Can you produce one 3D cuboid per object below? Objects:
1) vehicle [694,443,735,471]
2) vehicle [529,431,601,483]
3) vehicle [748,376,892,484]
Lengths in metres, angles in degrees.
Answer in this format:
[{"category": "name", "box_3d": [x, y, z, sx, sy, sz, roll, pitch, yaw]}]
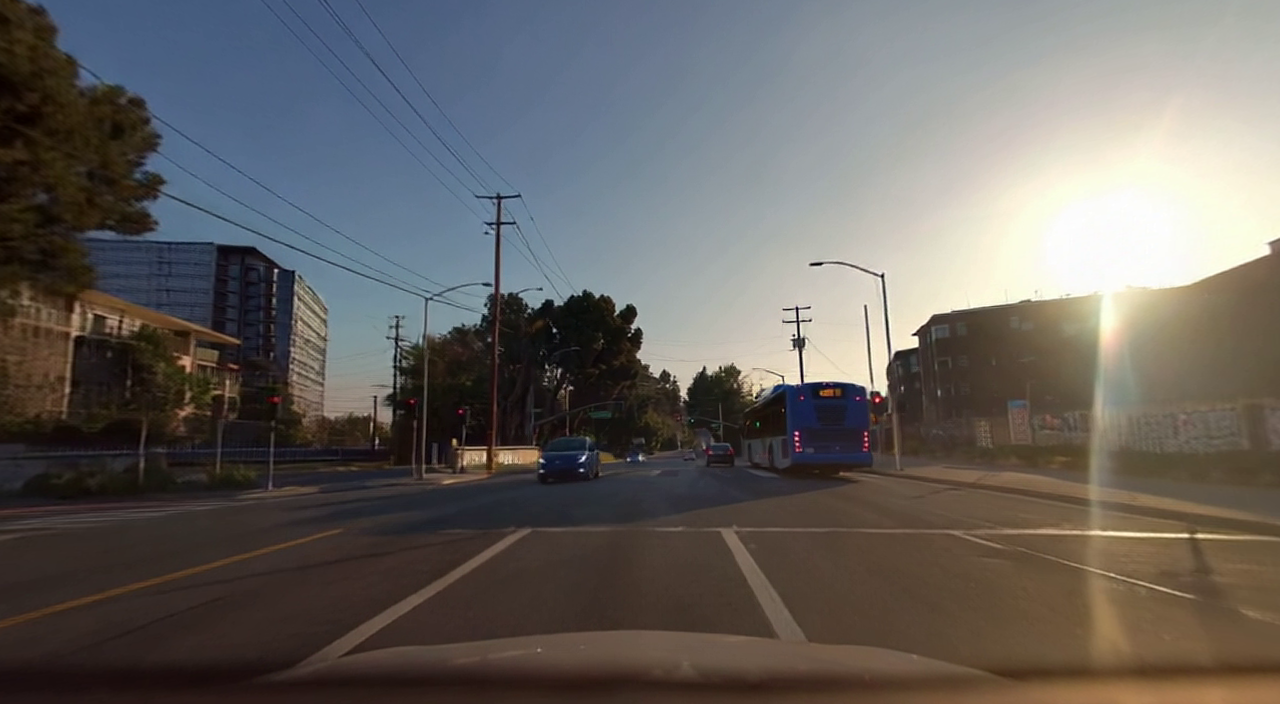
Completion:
[{"category": "vehicle", "box_3d": [4.168, 5.899, 35.816, 1.961, 1.470, 4.196, 0, -8, 2]}, {"category": "vehicle", "box_3d": [-2.787, 4.025, 24.475, 2.015, 1.818, 4.061, -1, -8, 4]}, {"category": "vehicle", "box_3d": [6.823, 3.414, 26.592, 3.045, 3.447, 12.604, -1, -8, 3]}]
